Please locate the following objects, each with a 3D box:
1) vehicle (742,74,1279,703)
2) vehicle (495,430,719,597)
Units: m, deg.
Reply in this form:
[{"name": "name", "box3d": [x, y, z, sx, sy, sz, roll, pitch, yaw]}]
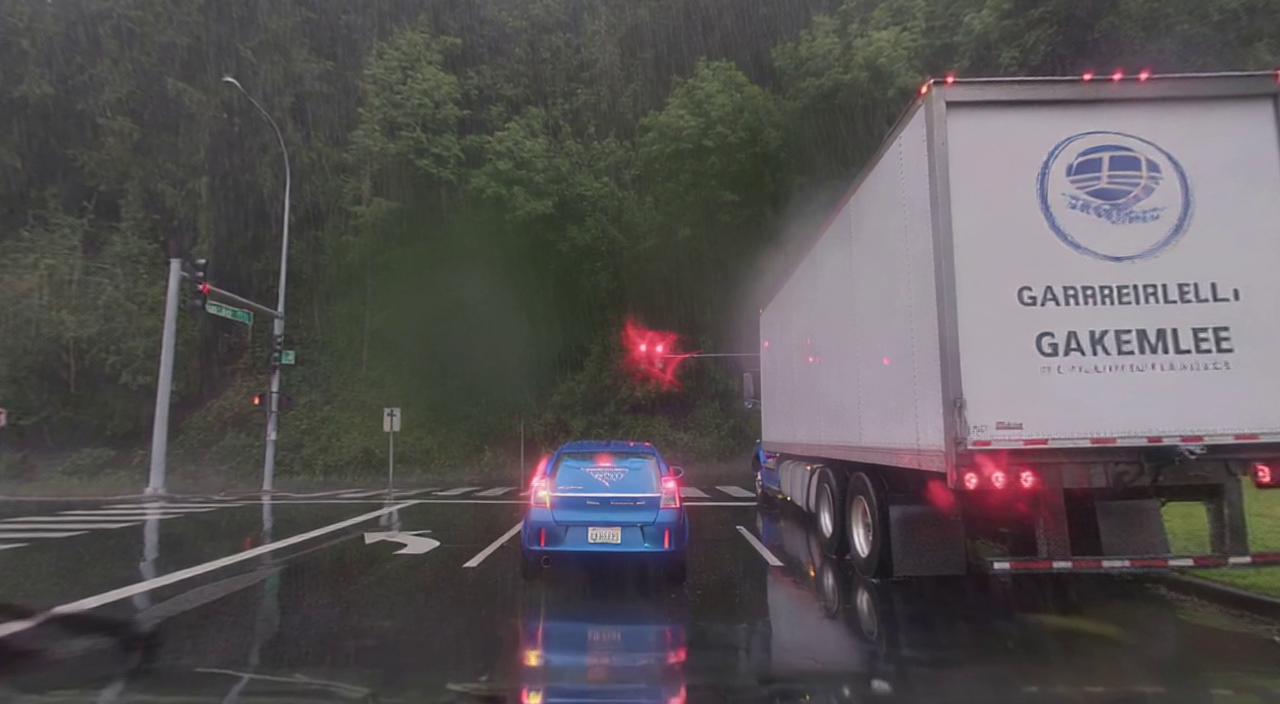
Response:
[{"name": "vehicle", "box3d": [3.522, 0.845, 8.545, 2.884, 3.753, 9.763, 0, -9, 1]}, {"name": "vehicle", "box3d": [-0.327, 1.711, 7.426, 1.975, 1.457, 3.526, 0, -9, -1]}]
